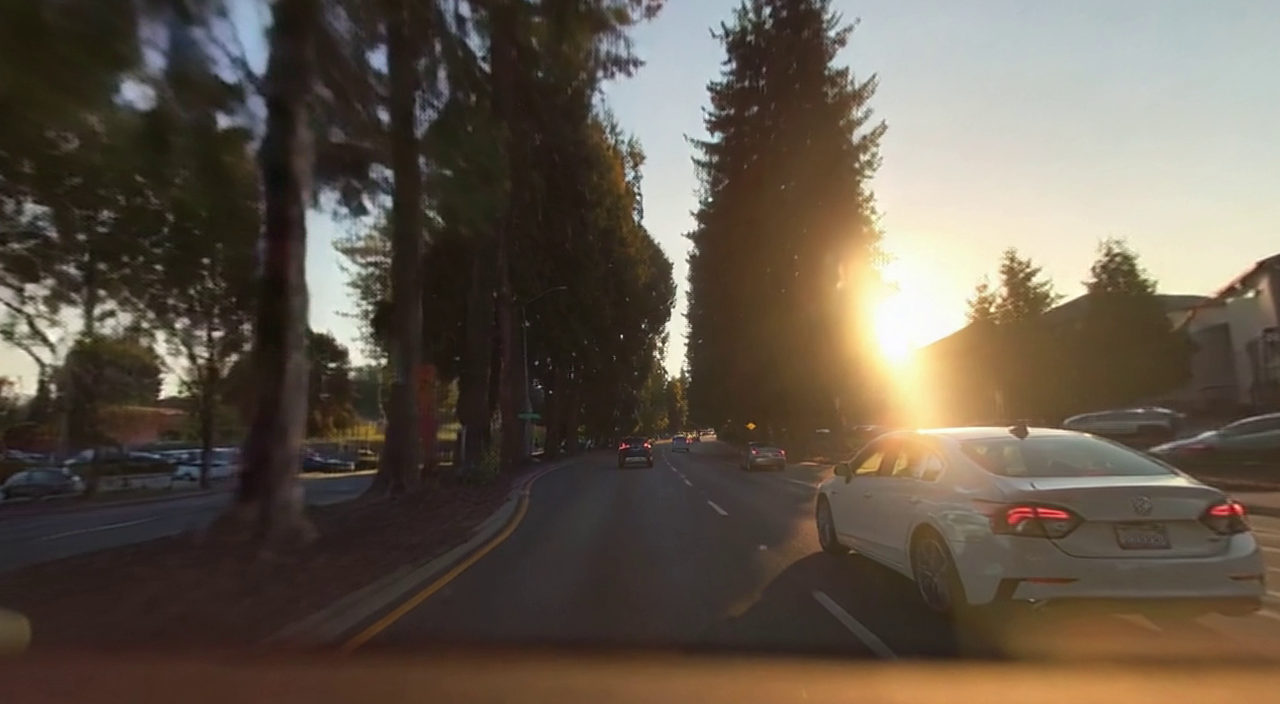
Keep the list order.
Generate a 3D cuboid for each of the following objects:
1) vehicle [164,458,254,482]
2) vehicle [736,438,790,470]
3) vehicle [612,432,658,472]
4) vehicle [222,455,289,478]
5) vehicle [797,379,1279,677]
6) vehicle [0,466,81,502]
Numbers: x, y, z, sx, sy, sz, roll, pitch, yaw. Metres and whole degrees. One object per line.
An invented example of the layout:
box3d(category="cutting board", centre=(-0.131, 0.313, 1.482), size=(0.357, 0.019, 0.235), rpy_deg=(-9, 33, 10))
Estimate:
box3d(category="vehicle", centre=(-29.988, 8.229, 44.049), size=(4.689, 1.535, 2.042), rpy_deg=(0, -8, -1))
box3d(category="vehicle", centre=(6.149, 5.142, 31.996), size=(1.883, 1.452, 4.258), rpy_deg=(0, -8, 0))
box3d(category="vehicle", centre=(-0.246, 4.878, 31.041), size=(2.106, 1.798, 4.168), rpy_deg=(0, -8, 0))
box3d(category="vehicle", centre=(-30.287, 9.009, 49.862), size=(4.058, 1.535, 1.826), rpy_deg=(-2, -8, -1))
box3d(category="vehicle", centre=(3.125, 1.313, 5.856), size=(2.153, 1.658, 4.485), rpy_deg=(0, -8, 0))
box3d(category="vehicle", centre=(-29.969, 6.433, 30.586), size=(4.040, 1.444, 1.905), rpy_deg=(-4, -8, -1))
